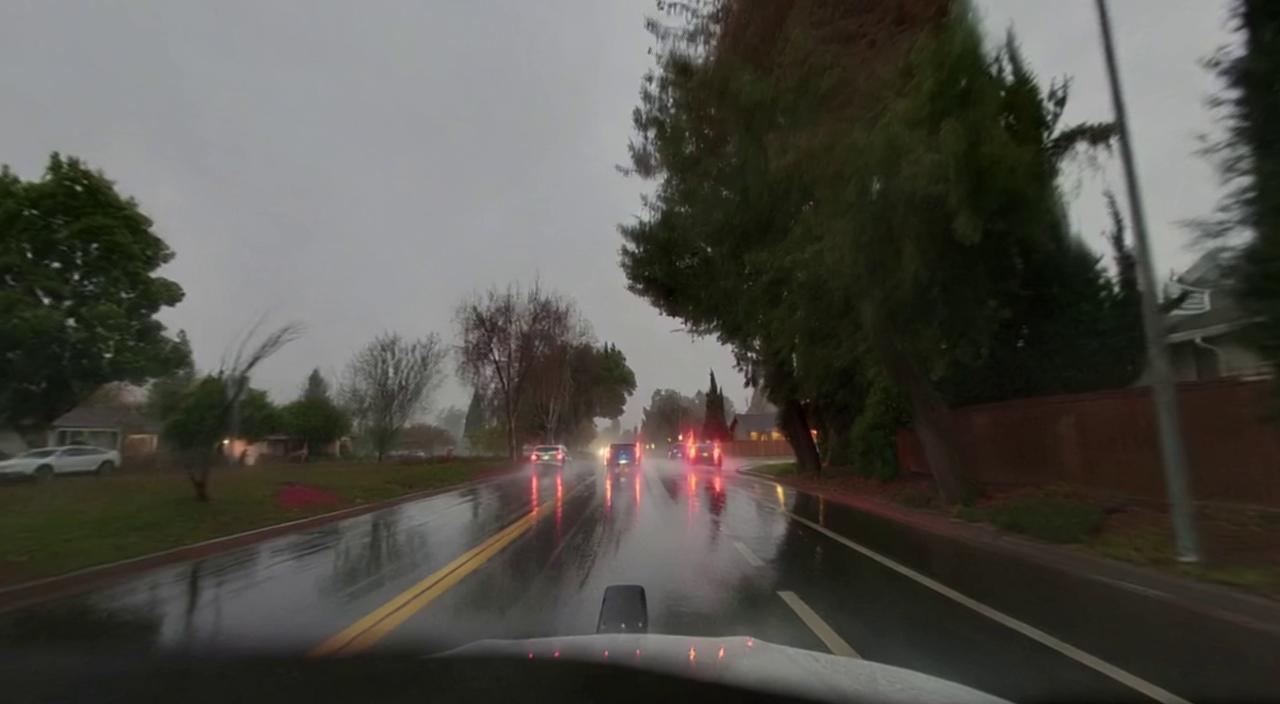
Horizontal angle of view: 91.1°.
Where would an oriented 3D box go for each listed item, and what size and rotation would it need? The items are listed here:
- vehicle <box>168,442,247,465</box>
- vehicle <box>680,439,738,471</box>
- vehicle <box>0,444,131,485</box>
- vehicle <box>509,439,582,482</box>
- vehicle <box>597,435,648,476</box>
[{"bbox_3d":[-33.397,7.841,48.519,4.600,1.698,1.993,0,-8,3],"label":"vehicle"},{"bbox_3d":[4.047,5.905,36.115,2.192,1.677,4.820,-3,-9,19],"label":"vehicle"},{"bbox_3d":[-23.924,4.620,26.149,1.928,1.557,4.181,0,-9,-1],"label":"vehicle"},{"bbox_3d":[-3.448,4.067,23.835,2.032,1.433,4.458,0,-8,1],"label":"vehicle"},{"bbox_3d":[-0.765,4.776,29.221,2.220,1.742,4.047,0,-8,0],"label":"vehicle"}]
